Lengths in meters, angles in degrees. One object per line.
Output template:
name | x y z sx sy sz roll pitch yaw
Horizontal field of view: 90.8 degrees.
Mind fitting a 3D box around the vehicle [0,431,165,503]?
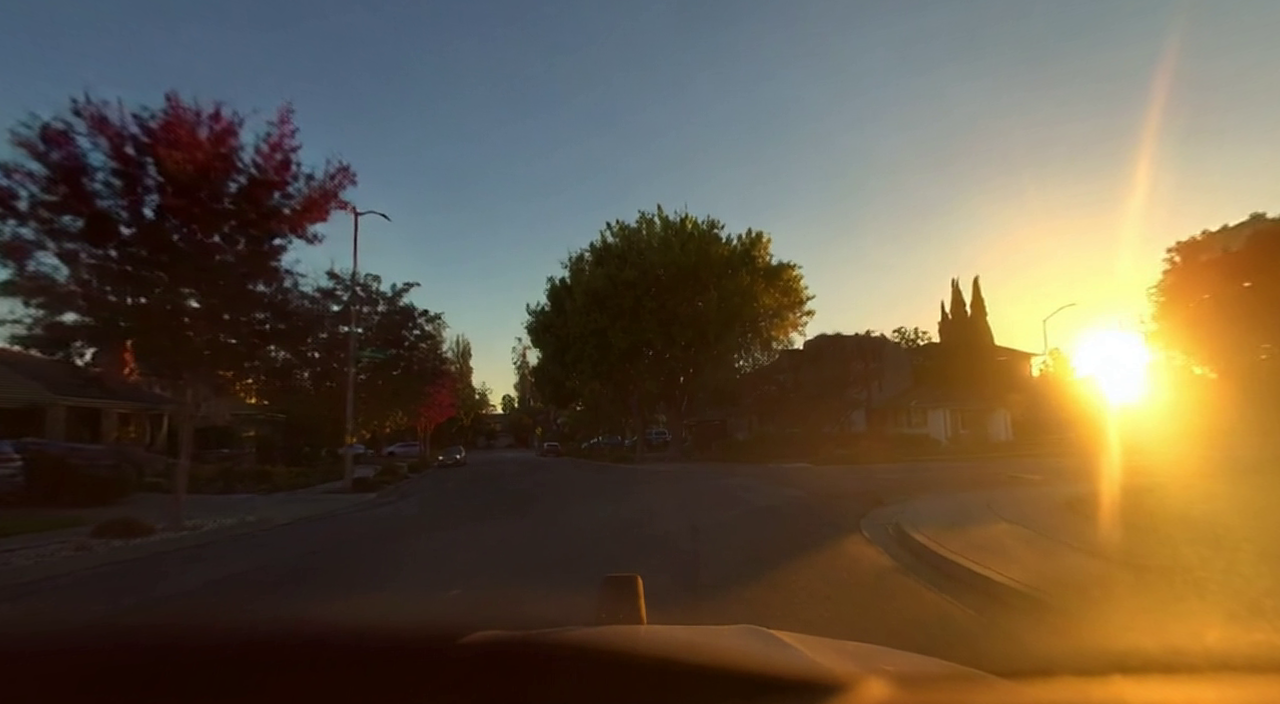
vehicle | -14.807 2.819 15.634 4.313 1.644 2.024 2 -9 -14

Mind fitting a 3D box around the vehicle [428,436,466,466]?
vehicle | -12.577 6.481 41.387 2.152 1.826 4.725 2 -9 -15

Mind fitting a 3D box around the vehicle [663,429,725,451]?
vehicle | 4.047 6.609 47.427 4.241 1.597 1.833 2 -9 -14
